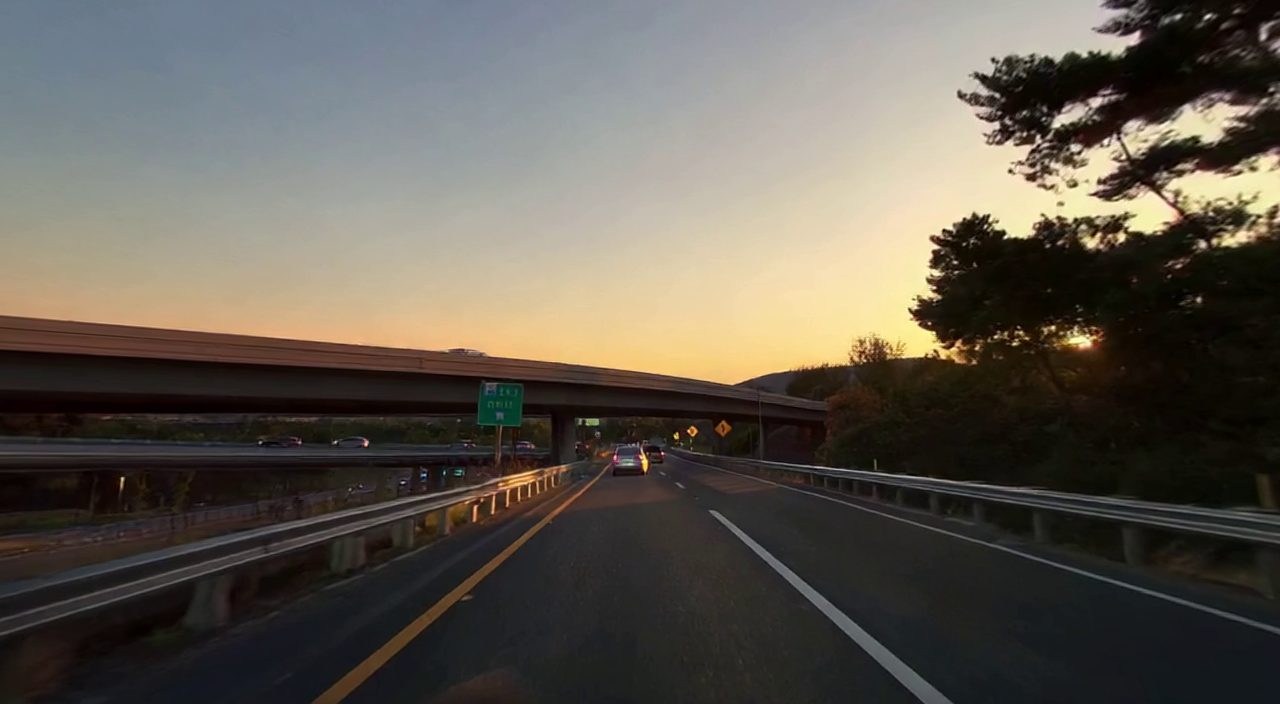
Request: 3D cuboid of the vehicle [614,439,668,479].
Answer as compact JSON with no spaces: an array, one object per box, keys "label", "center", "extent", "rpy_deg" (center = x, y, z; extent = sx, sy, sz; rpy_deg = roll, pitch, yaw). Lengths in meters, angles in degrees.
[{"label":"vehicle","center":[0.021,4.281,25.262],"extent":[2.006,1.486,3.950],"rpy_deg":[0,-9,0]}]
